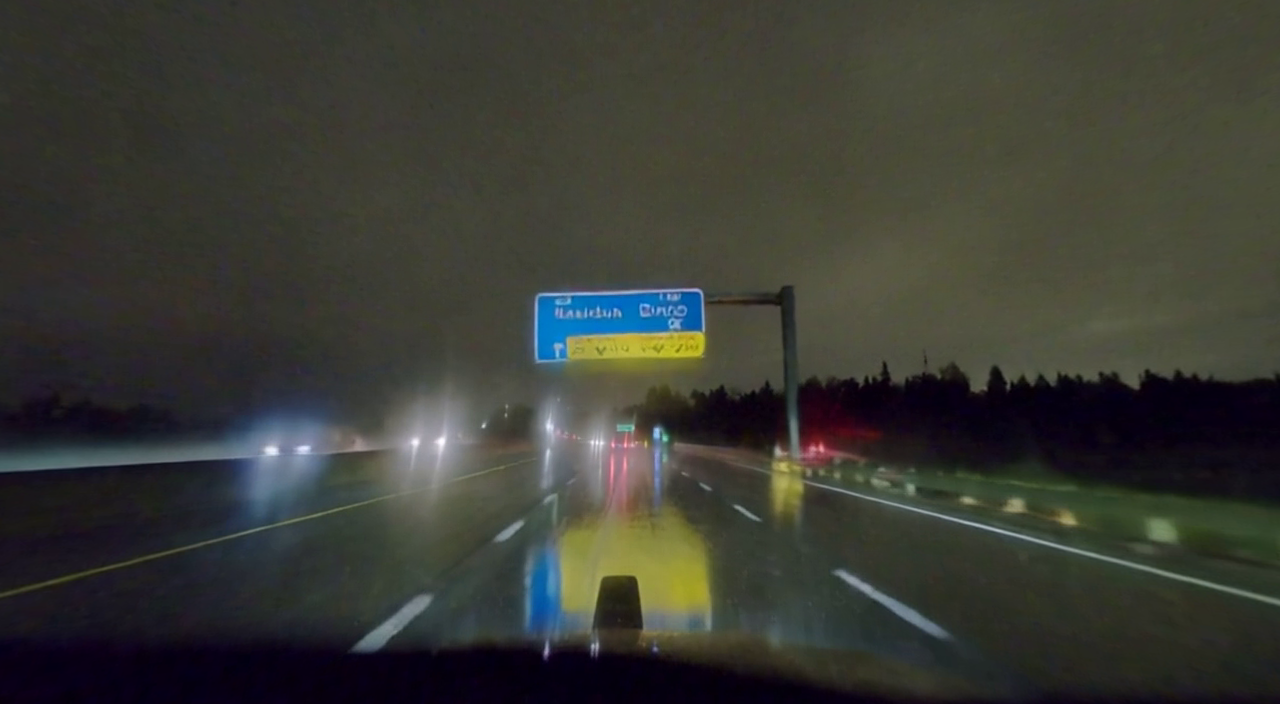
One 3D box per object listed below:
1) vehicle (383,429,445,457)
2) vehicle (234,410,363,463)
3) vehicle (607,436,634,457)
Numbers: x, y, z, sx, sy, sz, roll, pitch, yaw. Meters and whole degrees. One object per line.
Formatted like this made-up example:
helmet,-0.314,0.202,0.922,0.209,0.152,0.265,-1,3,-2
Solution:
vehicle,-13.261,5.375,37.196,1.932,1.559,4.753,0,-8,-1
vehicle,-16.616,4.229,31.260,2.640,2.346,6.904,0,-8,-1
vehicle,-1.487,7.132,47.710,2.025,1.519,3.924,0,-8,-2
